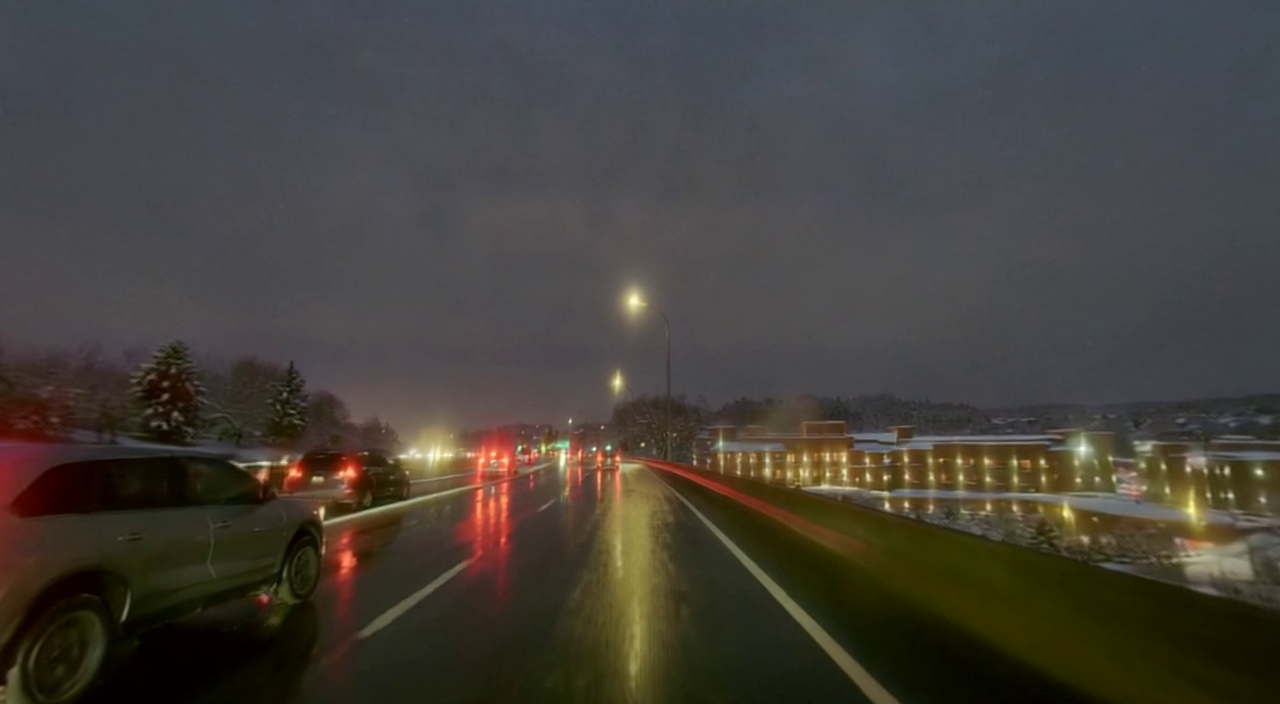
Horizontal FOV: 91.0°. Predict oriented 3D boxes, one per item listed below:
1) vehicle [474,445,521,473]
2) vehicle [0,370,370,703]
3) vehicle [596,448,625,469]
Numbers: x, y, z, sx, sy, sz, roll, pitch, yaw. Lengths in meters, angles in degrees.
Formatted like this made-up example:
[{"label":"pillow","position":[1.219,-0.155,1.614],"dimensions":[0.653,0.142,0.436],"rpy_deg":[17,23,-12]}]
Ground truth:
[{"label":"vehicle","position":[-9.085,6.827,40.495],"dimensions":[2.065,1.689,4.399],"rpy_deg":[0,-9,-2]},{"label":"vehicle","position":[-3.762,1.147,4.006],"dimensions":[2.036,1.717,4.592],"rpy_deg":[0,-9,0]},{"label":"vehicle","position":[-2.229,7.999,47.419],"dimensions":[2.110,1.501,4.319],"rpy_deg":[0,-9,-3]}]
